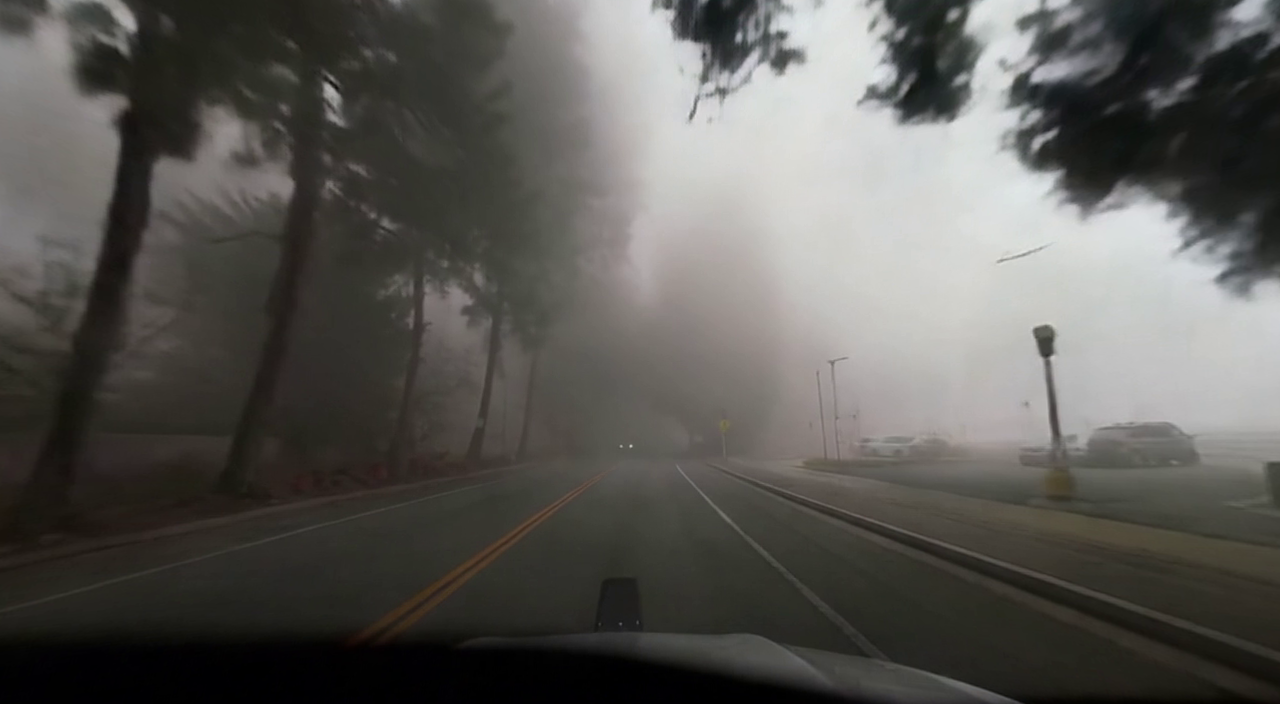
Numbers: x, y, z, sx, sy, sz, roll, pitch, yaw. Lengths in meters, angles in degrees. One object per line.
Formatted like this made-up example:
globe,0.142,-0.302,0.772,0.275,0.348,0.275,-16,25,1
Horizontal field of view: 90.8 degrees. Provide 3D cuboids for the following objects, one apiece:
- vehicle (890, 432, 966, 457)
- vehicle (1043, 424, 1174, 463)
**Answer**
vehicle,19.110,6.138,42.046,4.134,1.580,1.952,1,-8,-10
vehicle,20.757,4.049,28.121,4.293,1.473,1.843,-2,-6,2
